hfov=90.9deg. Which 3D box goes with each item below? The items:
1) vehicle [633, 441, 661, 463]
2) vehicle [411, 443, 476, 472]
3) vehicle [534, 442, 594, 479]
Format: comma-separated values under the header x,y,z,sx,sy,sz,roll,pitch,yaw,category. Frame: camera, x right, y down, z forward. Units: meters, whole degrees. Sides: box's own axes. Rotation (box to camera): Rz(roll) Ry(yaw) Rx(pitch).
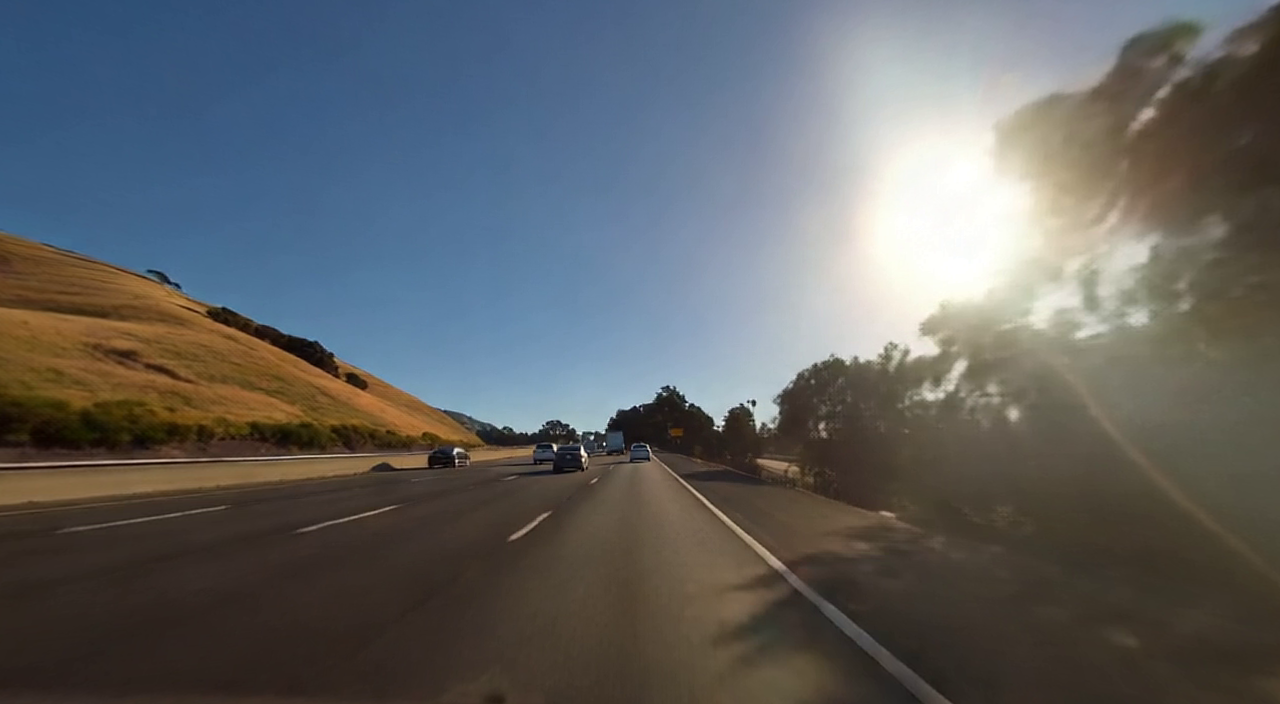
x,y,z,sx,sy,sz,roll,pitch,yaw,category
0.555,7.836,49.562,2.138,1.674,4.044,0,-8,0,vehicle
-10.822,5.844,35.189,1.945,1.466,4.947,-1,-8,1,vehicle
-3.387,4.922,28.956,2.080,1.505,4.649,-1,-8,1,vehicle
